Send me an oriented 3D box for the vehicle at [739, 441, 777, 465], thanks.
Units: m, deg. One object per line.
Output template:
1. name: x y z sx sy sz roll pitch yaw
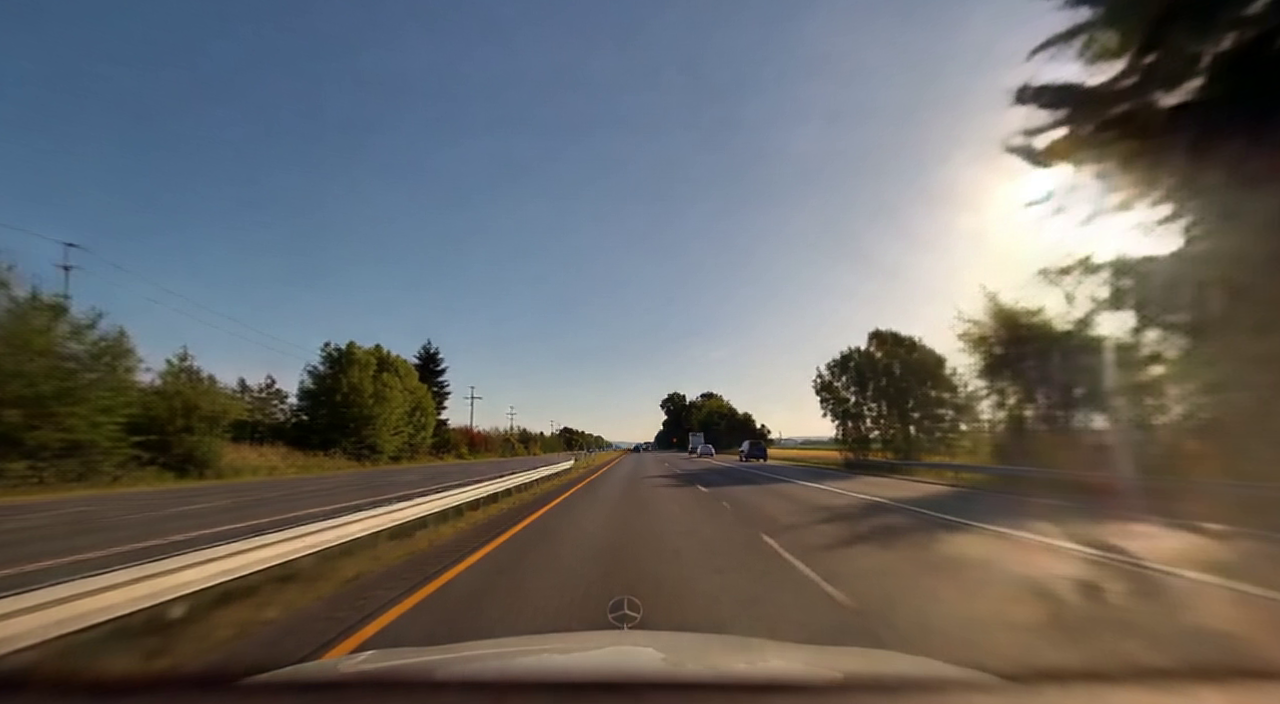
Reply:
1. vehicle: 8.633 7.451 46.434 1.897 1.669 4.825 1 -9 0
